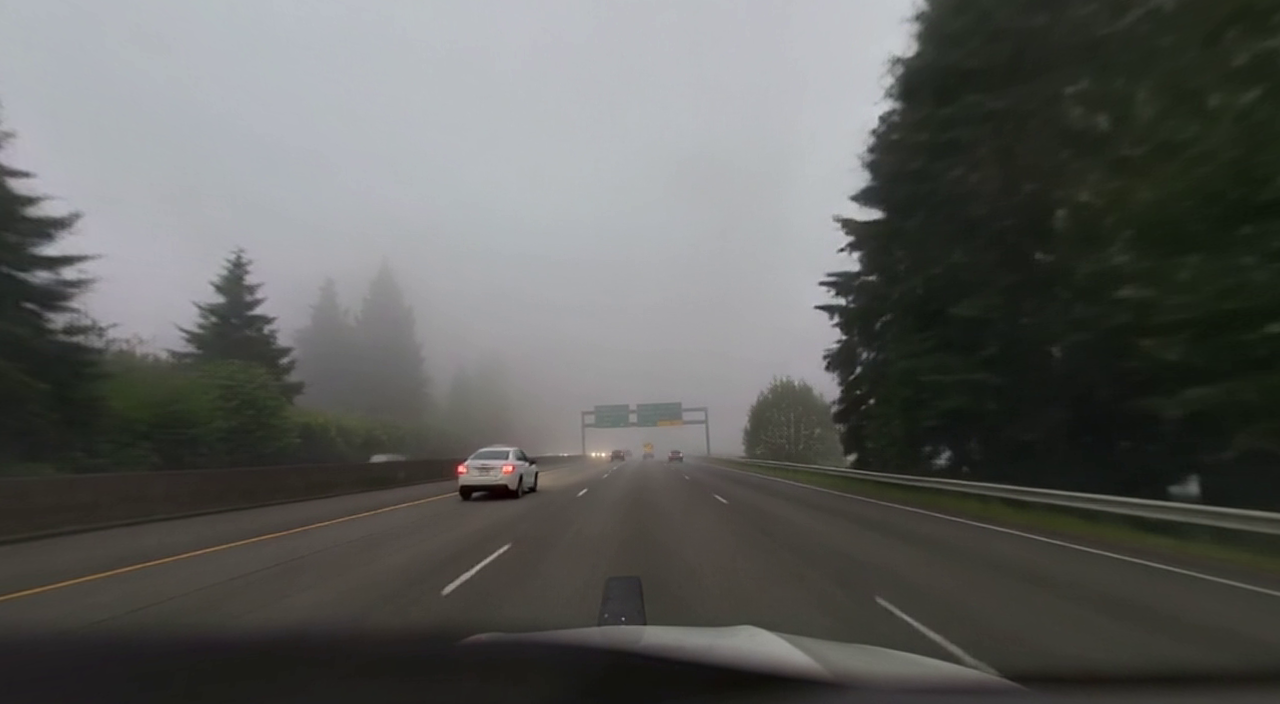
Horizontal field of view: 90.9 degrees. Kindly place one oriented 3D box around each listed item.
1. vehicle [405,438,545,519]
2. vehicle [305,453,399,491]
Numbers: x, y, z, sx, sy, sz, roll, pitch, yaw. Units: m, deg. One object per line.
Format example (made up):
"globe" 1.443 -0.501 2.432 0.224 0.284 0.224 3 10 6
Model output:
"vehicle" -3.492 2.764 14.230 1.936 1.545 4.116 0 -9 2
"vehicle" -12.287 5.129 27.250 1.926 1.463 4.422 0 -9 1
